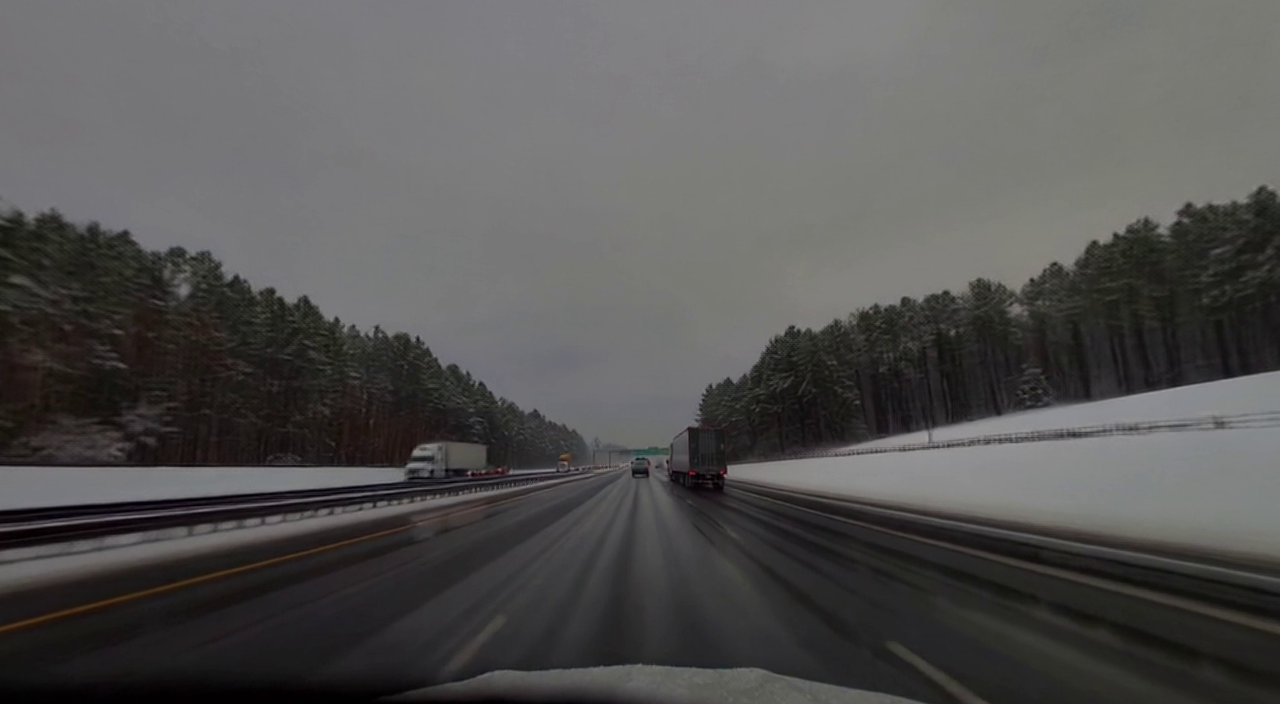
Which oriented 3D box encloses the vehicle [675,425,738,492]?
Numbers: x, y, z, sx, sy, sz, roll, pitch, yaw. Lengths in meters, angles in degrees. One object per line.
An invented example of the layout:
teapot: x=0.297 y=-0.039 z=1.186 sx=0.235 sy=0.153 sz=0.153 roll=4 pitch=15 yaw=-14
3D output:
vehicle: x=4.470 y=7.818 z=45.571 sx=3.139 sy=3.999 sz=13.840 roll=1 pitch=-11 yaw=0
